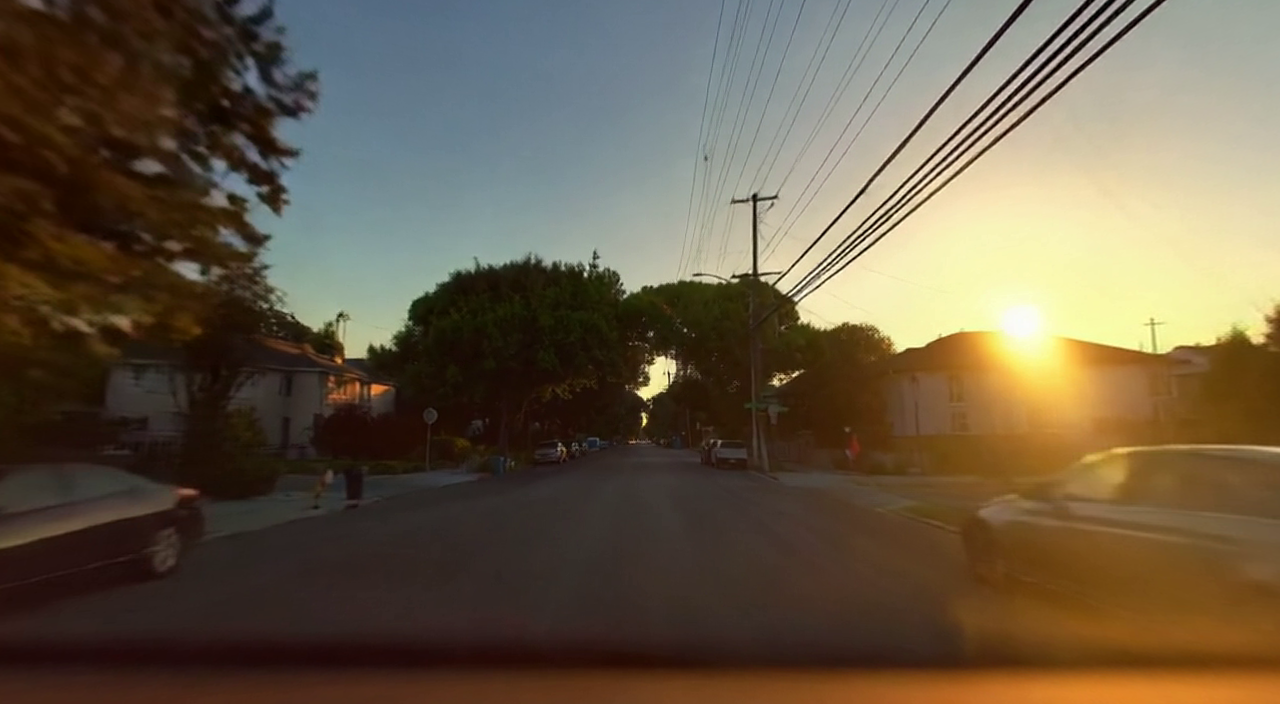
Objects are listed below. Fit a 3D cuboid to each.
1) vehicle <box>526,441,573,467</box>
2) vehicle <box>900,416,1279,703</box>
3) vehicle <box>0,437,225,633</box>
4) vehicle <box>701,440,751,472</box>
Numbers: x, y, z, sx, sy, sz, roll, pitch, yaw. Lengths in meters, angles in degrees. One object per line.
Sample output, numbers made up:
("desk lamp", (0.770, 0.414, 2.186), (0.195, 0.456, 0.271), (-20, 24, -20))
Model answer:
("vehicle", (-5.634, 6.429, 39.910), (2.231, 1.492, 4.727), (0, -8, 1))
("vehicle", (3.842, 1.236, 4.164), (2.037, 1.484, 4.871), (0, -8, -2))
("vehicle", (-5.909, 1.477, 5.263), (1.896, 1.473, 4.492), (1, -7, -1))
("vehicle", (4.169, 5.095, 31.121), (1.851, 1.438, 4.177), (0, -8, 0))
